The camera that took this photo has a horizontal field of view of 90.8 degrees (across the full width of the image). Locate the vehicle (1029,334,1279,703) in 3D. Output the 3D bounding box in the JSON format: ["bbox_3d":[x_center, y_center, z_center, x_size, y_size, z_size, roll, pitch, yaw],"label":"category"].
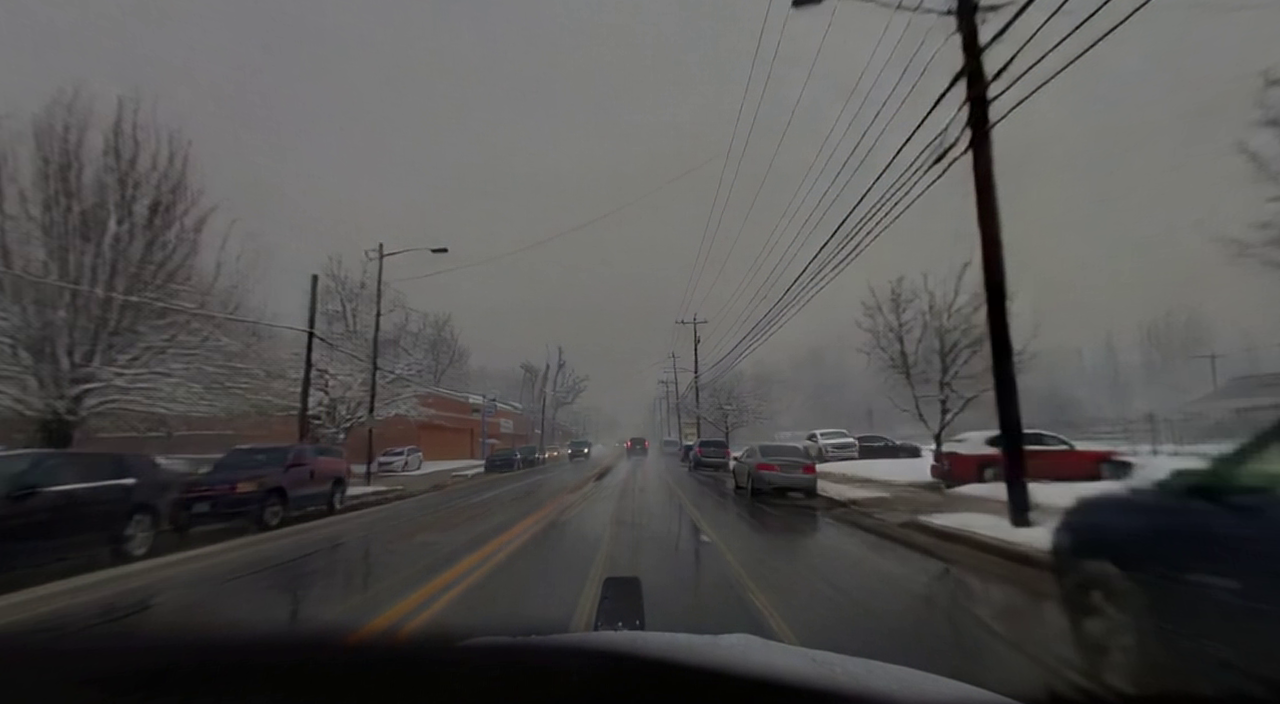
[{"bbox_3d":[3.570,0.687,1.590,2.088,1.765,4.704,0,-8,-1],"label":"vehicle"}]

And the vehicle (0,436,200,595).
[{"bbox_3d":[-8.442,1.999,8.091,2.045,1.820,4.858,0,-7,1],"label":"vehicle"}]

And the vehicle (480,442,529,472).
[{"bbox_3d":[-8.463,6.610,40.025,2.113,1.665,5.062,0,-7,-2],"label":"vehicle"}]

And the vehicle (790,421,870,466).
[{"bbox_3d":[8.956,4.358,30.277,2.178,1.884,4.825,-2,-8,-1],"label":"vehicle"}]

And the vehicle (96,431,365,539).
[{"bbox_3d":[-8.292,2.728,13.748,1.986,1.831,5.678,0,-9,1],"label":"vehicle"}]

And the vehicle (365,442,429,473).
[{"bbox_3d":[-14.856,6.501,39.025,1.969,1.741,5.148,0,-9,-1],"label":"vehicle"}]

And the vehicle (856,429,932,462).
[{"bbox_3d":[12.049,4.446,30.306,1.824,1.450,4.265,0,-7,-1],"label":"vehicle"}]

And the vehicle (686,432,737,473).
[{"bbox_3d":[3.420,4.944,31.031,2.025,1.843,4.883,-1,-9,1],"label":"vehicle"}]

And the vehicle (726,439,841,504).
[{"bbox_3d":[3.531,3.015,16.503,1.866,1.439,4.482,0,-8,-1],"label":"vehicle"}]
